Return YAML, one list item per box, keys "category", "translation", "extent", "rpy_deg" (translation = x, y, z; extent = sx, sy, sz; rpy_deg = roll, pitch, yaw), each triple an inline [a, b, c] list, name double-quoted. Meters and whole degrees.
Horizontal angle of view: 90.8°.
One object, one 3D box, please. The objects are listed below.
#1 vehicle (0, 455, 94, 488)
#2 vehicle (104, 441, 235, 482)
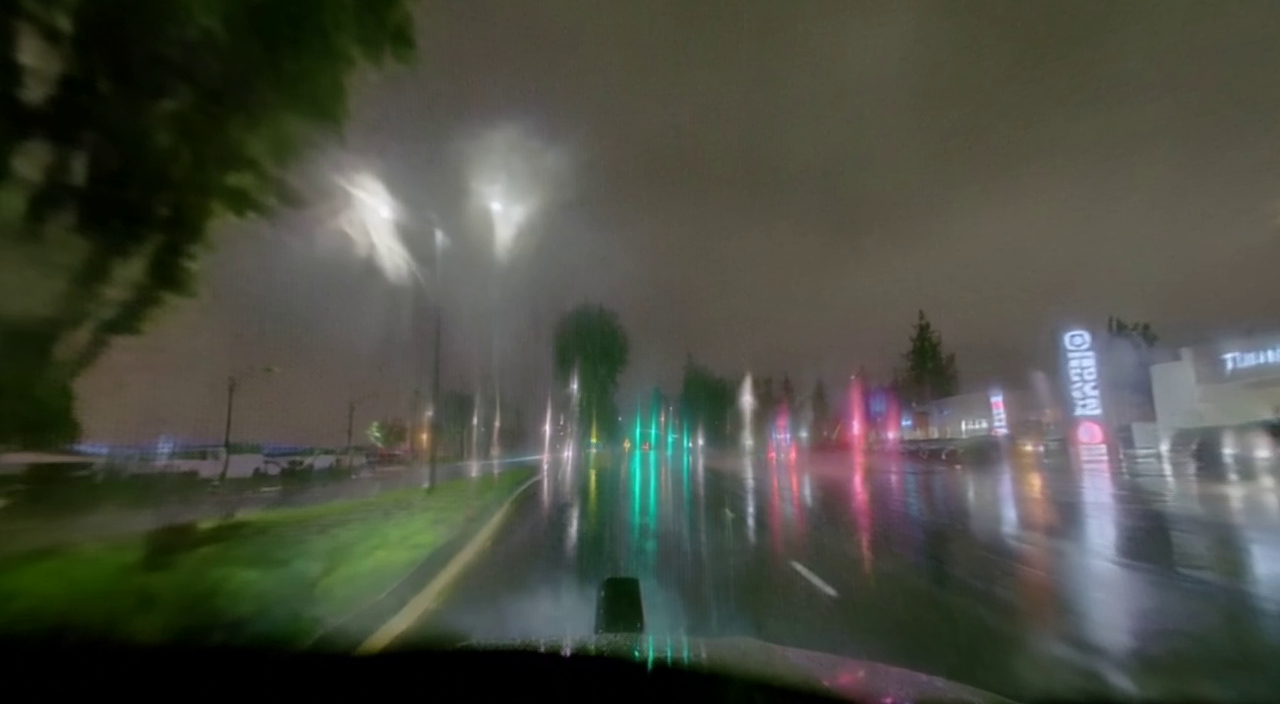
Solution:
- category: "vehicle"
  translation: [-31.287, 6.142, 32.774]
  extent: [1.863, 1.525, 4.518]
  rpy_deg: [0, -9, 0]
- category: "vehicle"
  translation: [-25.446, 5.941, 34.313]
  extent: [5.442, 1.851, 2.152]
  rpy_deg: [-3, -9, 1]
